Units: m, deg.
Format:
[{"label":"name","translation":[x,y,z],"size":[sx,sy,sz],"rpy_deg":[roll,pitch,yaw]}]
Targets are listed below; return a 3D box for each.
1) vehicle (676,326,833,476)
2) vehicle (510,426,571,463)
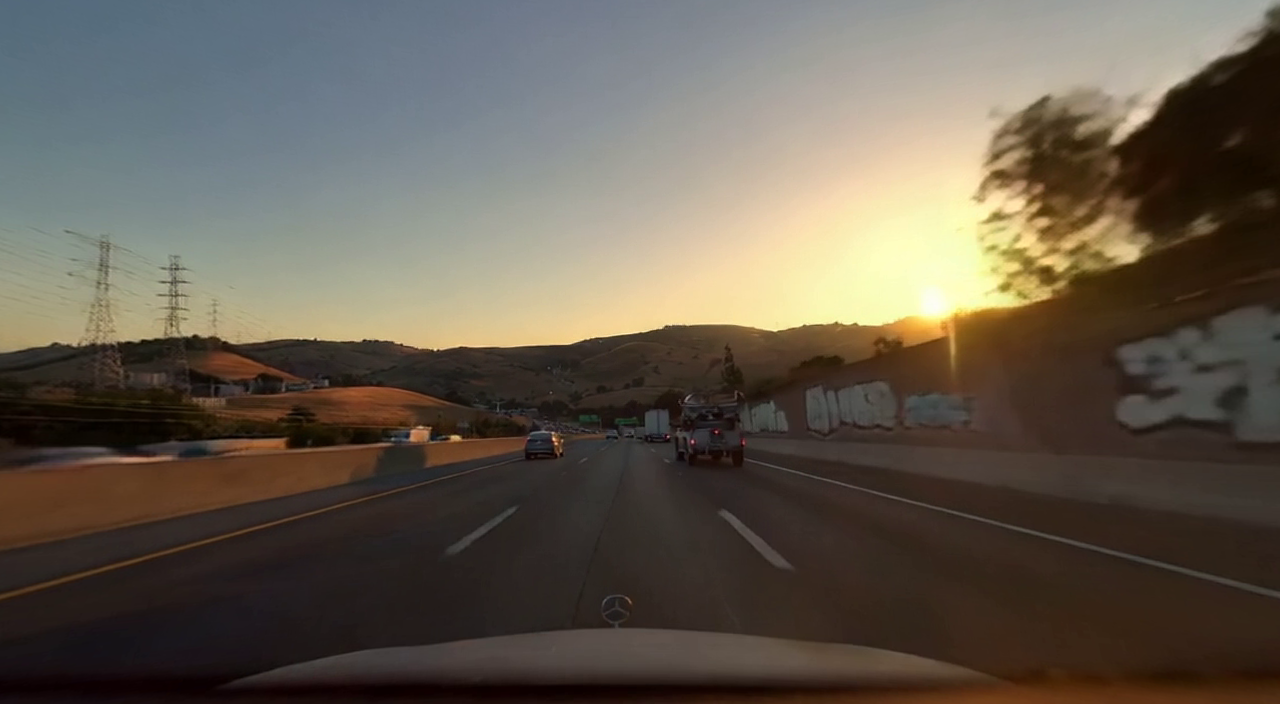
[{"label":"vehicle","translation":[3.240,1.949,21.727],"size":[3.060,3.842,11.095],"rpy_deg":[0,-7,-1]},{"label":"vehicle","translation":[-4.294,4.042,27.886],"size":[1.965,1.486,4.448],"rpy_deg":[0,-7,0]}]
